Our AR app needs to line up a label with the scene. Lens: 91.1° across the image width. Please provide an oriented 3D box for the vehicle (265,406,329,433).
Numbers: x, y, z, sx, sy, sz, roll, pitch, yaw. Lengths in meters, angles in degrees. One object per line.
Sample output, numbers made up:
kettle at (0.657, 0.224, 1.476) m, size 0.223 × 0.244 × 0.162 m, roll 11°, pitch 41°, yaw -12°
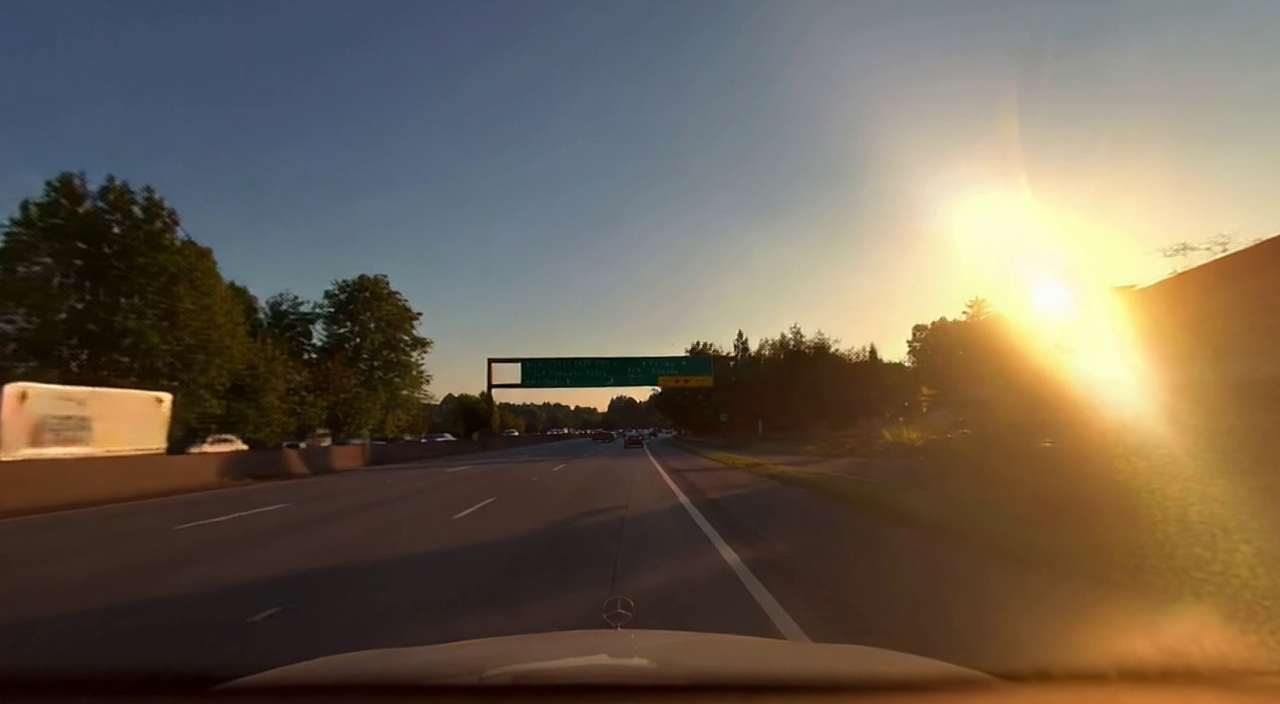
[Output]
vehicle at (-20.770, 4.137, 38.216) m, size 1.694 × 1.520 × 3.886 m, roll 0°, pitch -8°, yaw 0°

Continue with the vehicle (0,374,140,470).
vehicle at (-24.317, 2.651, 23.535) m, size 2.715 × 3.424 × 10.329 m, roll 0°, pitch -8°, yaw -1°
